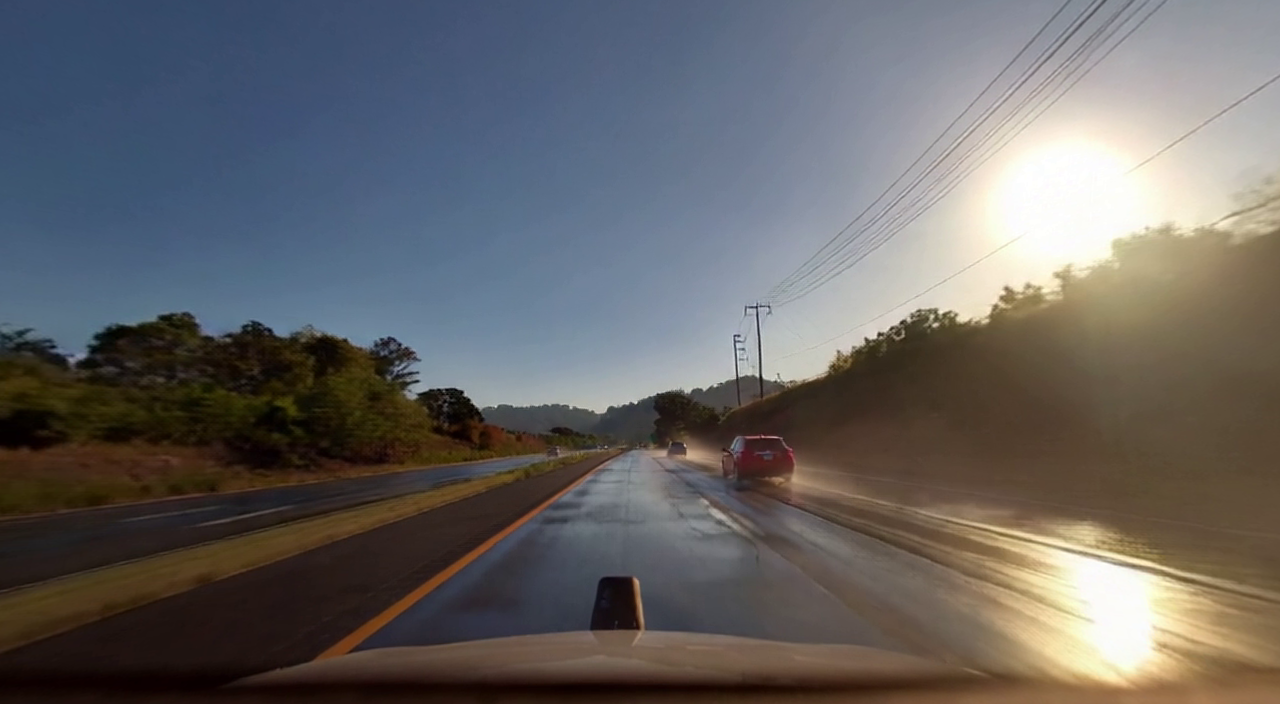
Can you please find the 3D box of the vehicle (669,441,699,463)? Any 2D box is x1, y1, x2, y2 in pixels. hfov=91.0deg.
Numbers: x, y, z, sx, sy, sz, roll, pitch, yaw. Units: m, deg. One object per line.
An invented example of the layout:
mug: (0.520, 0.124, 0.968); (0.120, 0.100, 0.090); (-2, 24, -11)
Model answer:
vehicle: (3.174, 7.294, 46.183); (1.868, 1.507, 3.833); (0, -8, -1)

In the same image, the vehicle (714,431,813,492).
vehicle: (3.533, 3.229, 18.949); (1.977, 1.581, 4.428); (0, -8, -1)
